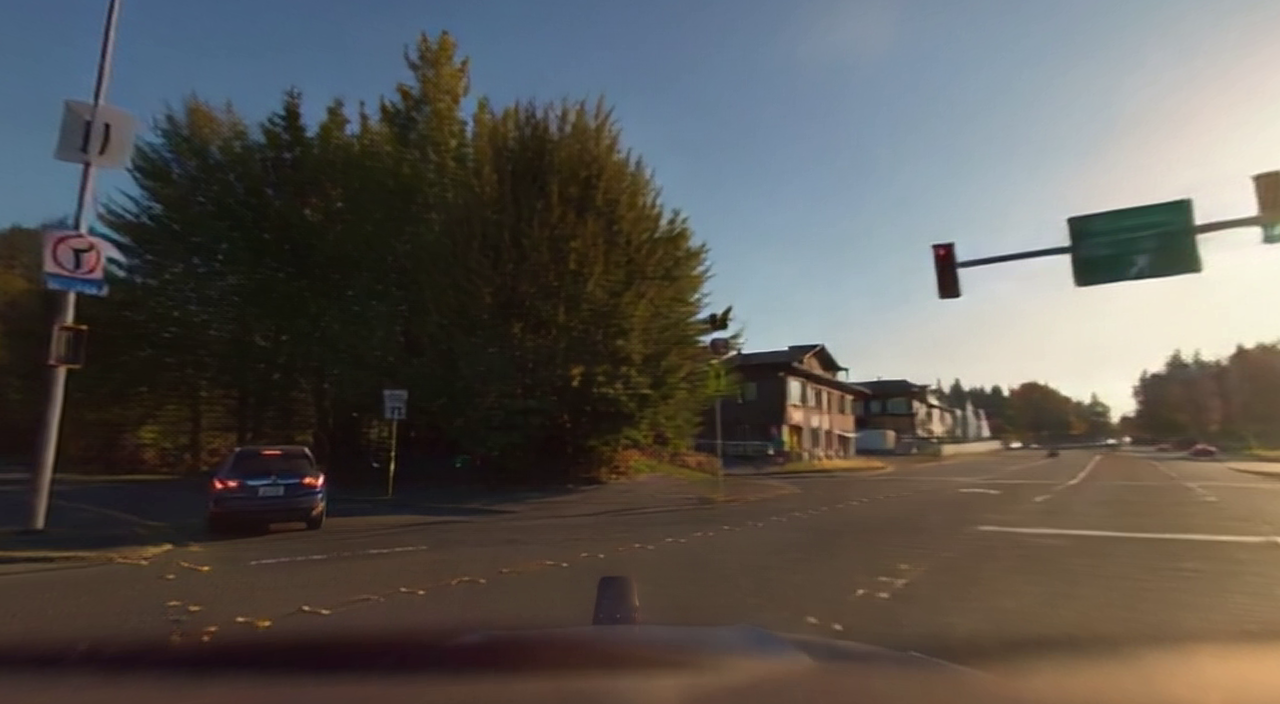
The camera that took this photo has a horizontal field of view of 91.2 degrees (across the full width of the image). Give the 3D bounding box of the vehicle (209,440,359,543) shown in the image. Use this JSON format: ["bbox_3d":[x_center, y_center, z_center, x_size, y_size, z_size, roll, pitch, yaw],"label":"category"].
[{"bbox_3d":[-6.668,2.443,11.634,2.014,1.525,3.670,5,-10,-33],"label":"vehicle"}]
